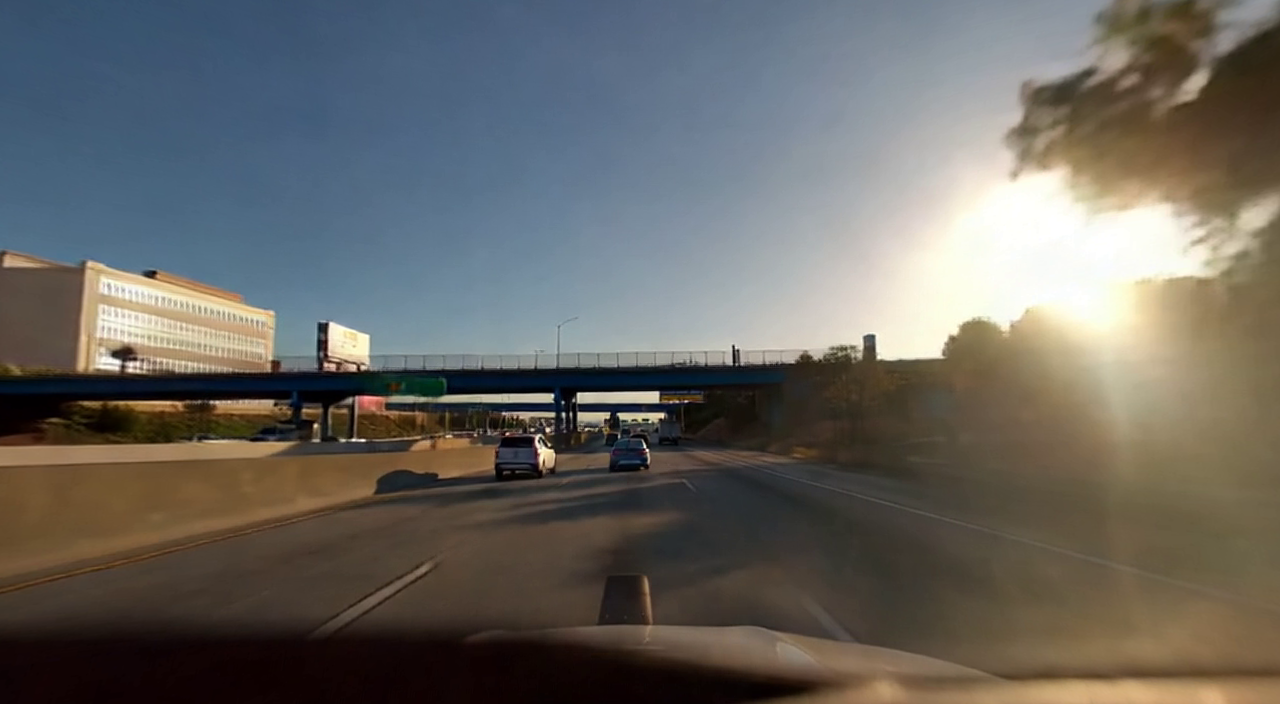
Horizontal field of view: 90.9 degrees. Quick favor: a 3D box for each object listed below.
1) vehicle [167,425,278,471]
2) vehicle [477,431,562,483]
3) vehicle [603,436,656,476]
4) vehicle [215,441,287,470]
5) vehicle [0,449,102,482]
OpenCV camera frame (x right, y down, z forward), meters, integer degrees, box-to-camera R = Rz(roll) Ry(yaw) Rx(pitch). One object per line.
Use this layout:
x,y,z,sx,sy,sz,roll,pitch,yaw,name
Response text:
-32.327,7.491,49.370,2.971,3.275,8.321,0,-8,-1,vehicle
-4.001,3.563,21.650,2.064,1.589,4.213,0,-8,0,vehicle
-0.373,4.001,24.509,1.877,1.386,3.872,0,-8,0,vehicle
-28.711,7.641,46.776,2.051,1.965,4.929,0,-8,1,vehicle
-30.222,5.676,31.865,1.817,1.460,4.548,-1,-8,4,vehicle
